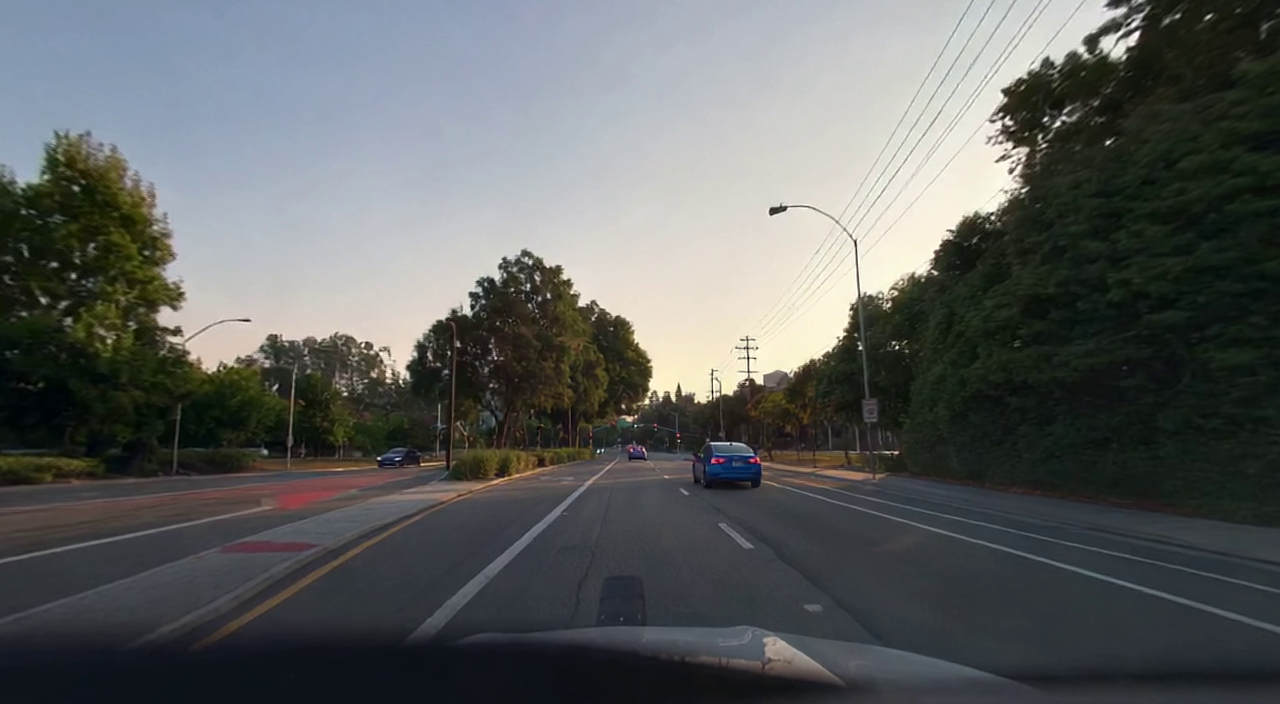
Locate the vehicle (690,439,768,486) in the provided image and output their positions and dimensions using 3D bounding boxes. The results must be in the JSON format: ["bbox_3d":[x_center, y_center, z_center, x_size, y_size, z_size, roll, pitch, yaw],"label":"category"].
[{"bbox_3d":[2.994,3.834,22.264,2.004,1.448,4.263,0,-8,-2],"label":"vehicle"}]
